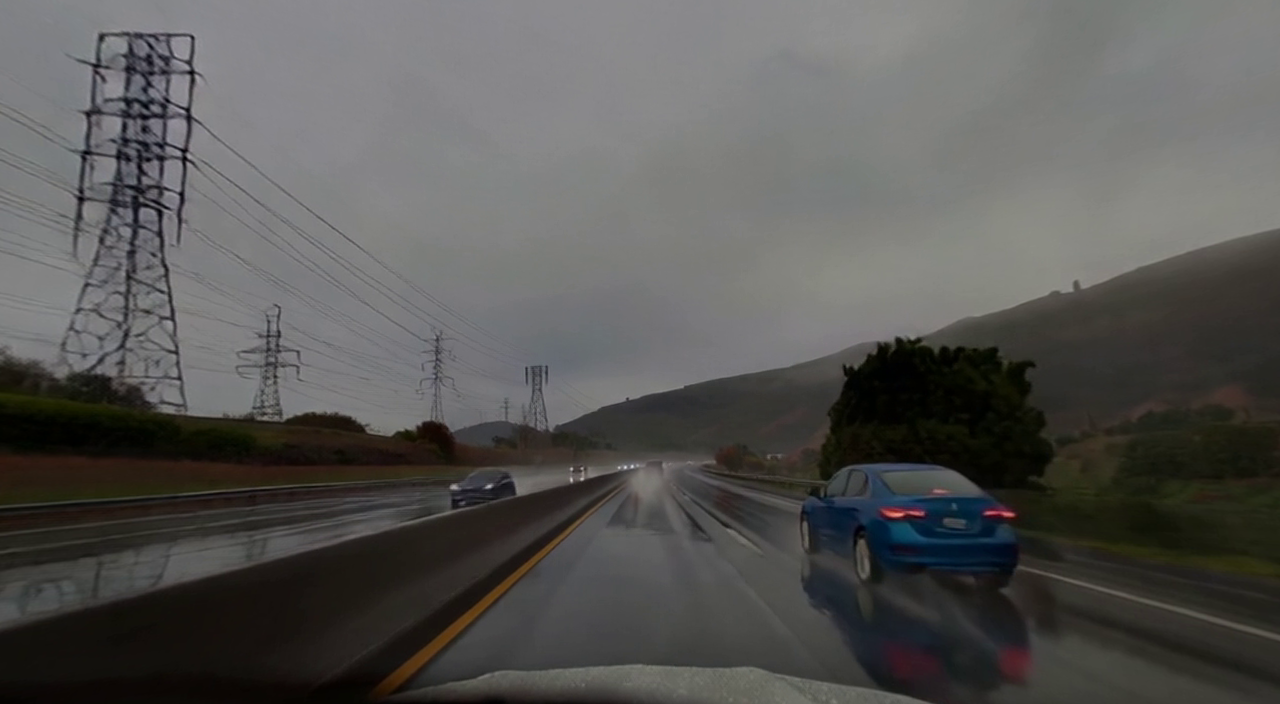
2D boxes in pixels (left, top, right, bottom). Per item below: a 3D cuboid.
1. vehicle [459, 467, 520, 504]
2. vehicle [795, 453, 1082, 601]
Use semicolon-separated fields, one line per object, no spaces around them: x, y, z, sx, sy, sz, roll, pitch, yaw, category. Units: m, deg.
-7.291;6.515;30.849;1.919;1.640;4.120;1;-10;1;vehicle
3.674;2.226;8.702;1.985;1.521;3.904;1;-10;-1;vehicle
